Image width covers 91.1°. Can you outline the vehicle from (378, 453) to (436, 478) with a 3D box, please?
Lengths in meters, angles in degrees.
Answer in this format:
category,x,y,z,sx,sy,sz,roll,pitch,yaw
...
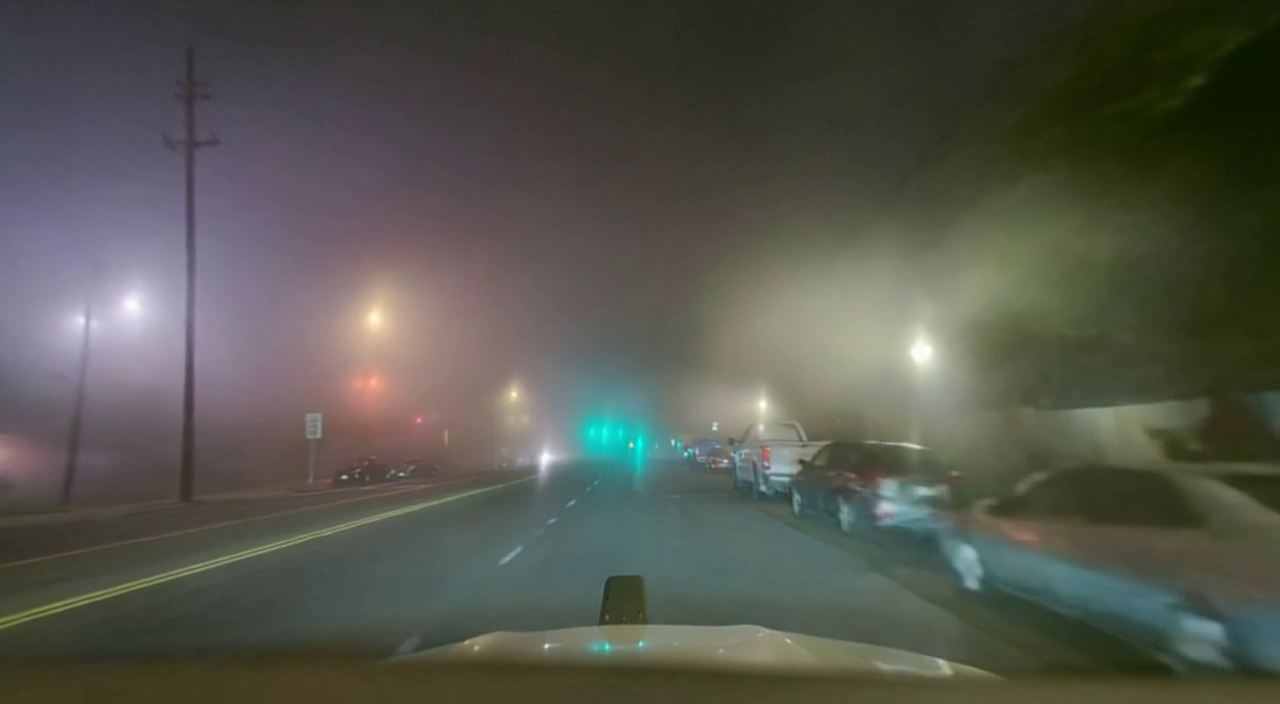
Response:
category,x,y,z,sx,sy,sz,roll,pitch,yaw
vehicle,-15.273,7.451,41.364,1.944,1.454,4.581,0,-8,1

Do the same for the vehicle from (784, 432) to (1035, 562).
category,x,y,z,sx,sy,sz,roll,pitch,yaw
vehicle,3.660,2.020,9.643,1.830,1.484,4.639,0,-8,1

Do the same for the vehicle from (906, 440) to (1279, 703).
category,x,y,z,sx,sy,sz,roll,pitch,yaw
vehicle,3.691,1.288,4.182,1.845,1.364,4.471,0,-8,-1

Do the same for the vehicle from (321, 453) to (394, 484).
category,x,y,z,sx,sy,sz,roll,pitch,yaw
vehicle,-15.181,6.276,34.071,1.992,1.517,4.426,0,-8,-2

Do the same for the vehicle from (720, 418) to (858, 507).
category,x,y,z,sx,sy,sz,roll,pitch,yaw
vehicle,3.766,2.954,17.345,2.372,2.008,6.181,0,-8,1
